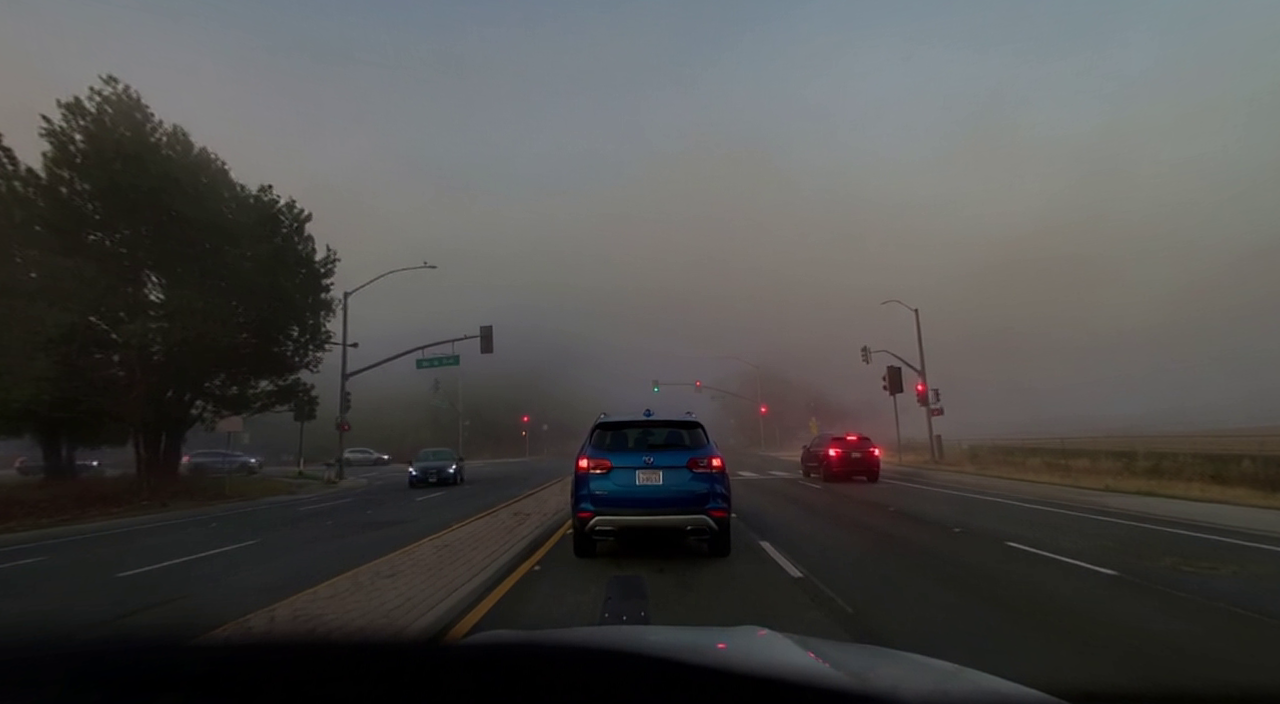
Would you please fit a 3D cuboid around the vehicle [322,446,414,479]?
[{"bbox_3d":[-14.632,5.888,33.890,4.510,1.606,2.192,-5,-10,29],"label":"vehicle"}]

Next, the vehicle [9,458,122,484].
[{"bbox_3d":[-34.044,7.043,37.470,4.559,1.458,2.265,0,-8,1],"label":"vehicle"}]

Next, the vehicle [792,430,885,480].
[{"bbox_3d":[7.162,3.770,23.280,2.012,1.636,4.352,0,-8,0],"label":"vehicle"}]

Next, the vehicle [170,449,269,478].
[{"bbox_3d":[-25.344,6.721,38.063,4.608,1.680,2.026,-1,-8,5],"label":"vehicle"}]

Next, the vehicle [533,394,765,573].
[{"bbox_3d":[0.081,1.615,8.425,2.298,1.770,4.138,0,-8,0],"label":"vehicle"}]

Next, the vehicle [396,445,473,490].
[{"bbox_3d":[-7.699,4.235,23.623,2.425,1.480,4.707,3,-9,-18],"label":"vehicle"}]
